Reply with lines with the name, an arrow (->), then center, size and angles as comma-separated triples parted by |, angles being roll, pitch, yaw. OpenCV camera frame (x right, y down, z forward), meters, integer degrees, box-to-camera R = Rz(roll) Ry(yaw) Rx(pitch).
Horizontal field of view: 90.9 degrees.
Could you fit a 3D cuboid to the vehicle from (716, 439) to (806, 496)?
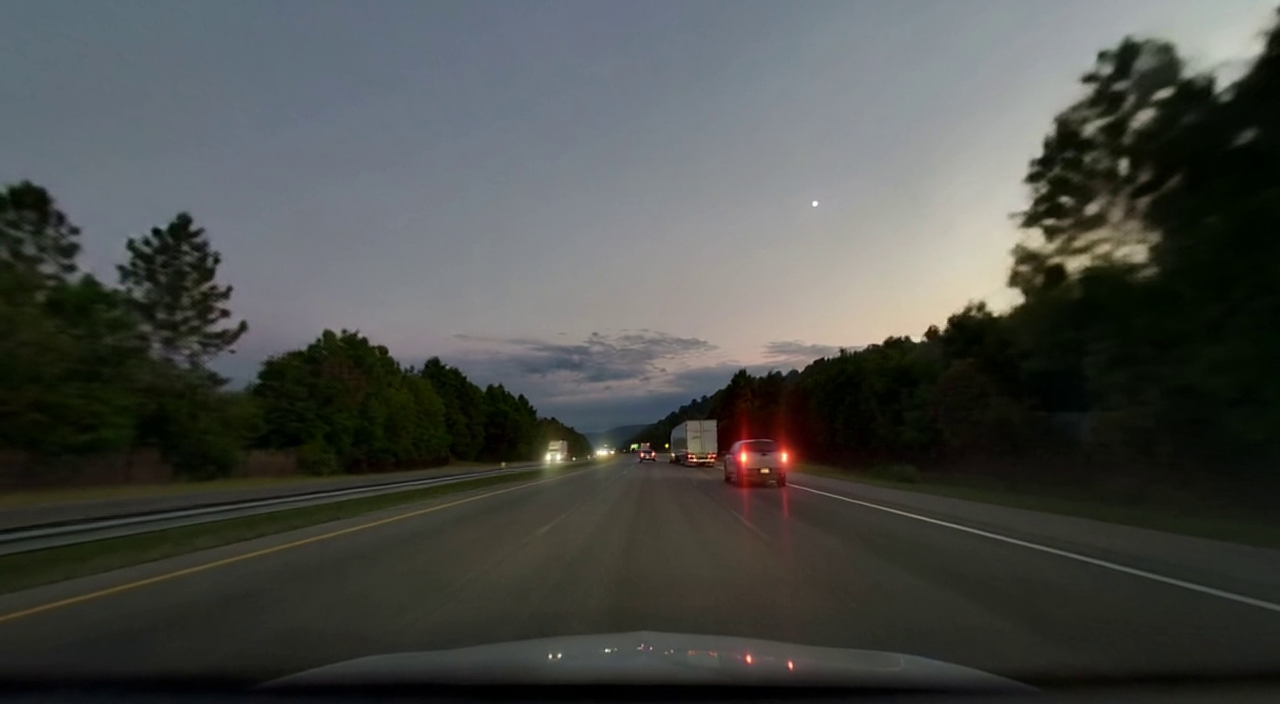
vehicle -> 3.832, 3.737, 20.747 | 2.096, 1.653, 4.185 | 0, -9, 0
